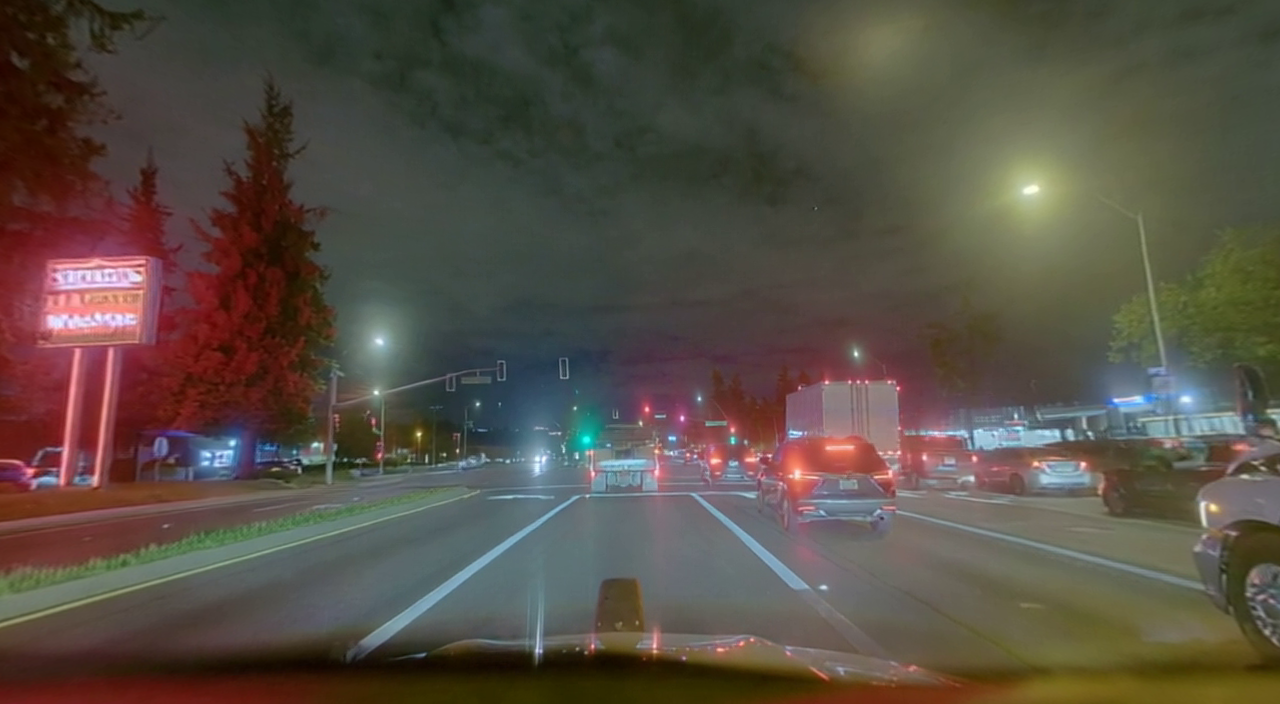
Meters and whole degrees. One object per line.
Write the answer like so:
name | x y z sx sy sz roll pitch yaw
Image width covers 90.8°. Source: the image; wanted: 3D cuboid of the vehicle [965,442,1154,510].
vehicle | 10.413 3.079 16.184 1.768 1.472 4.350 0 -9 -1

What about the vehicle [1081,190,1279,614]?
vehicle | 6.474 0.138 3.339 2.802 3.322 7.429 0 -9 0

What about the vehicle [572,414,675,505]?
vehicle | -0.433 3.007 18.004 2.499 2.183 5.111 0 -9 -1

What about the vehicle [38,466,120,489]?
vehicle | -38.150 8.514 43.002 4.150 1.474 1.826 -2 -10 9

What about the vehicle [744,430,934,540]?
vehicle | 3.335 2.331 11.822 1.905 1.587 4.998 0 -9 0

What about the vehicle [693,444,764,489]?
vehicle | 3.144 4.162 23.363 1.922 1.483 4.436 0 -9 -1
